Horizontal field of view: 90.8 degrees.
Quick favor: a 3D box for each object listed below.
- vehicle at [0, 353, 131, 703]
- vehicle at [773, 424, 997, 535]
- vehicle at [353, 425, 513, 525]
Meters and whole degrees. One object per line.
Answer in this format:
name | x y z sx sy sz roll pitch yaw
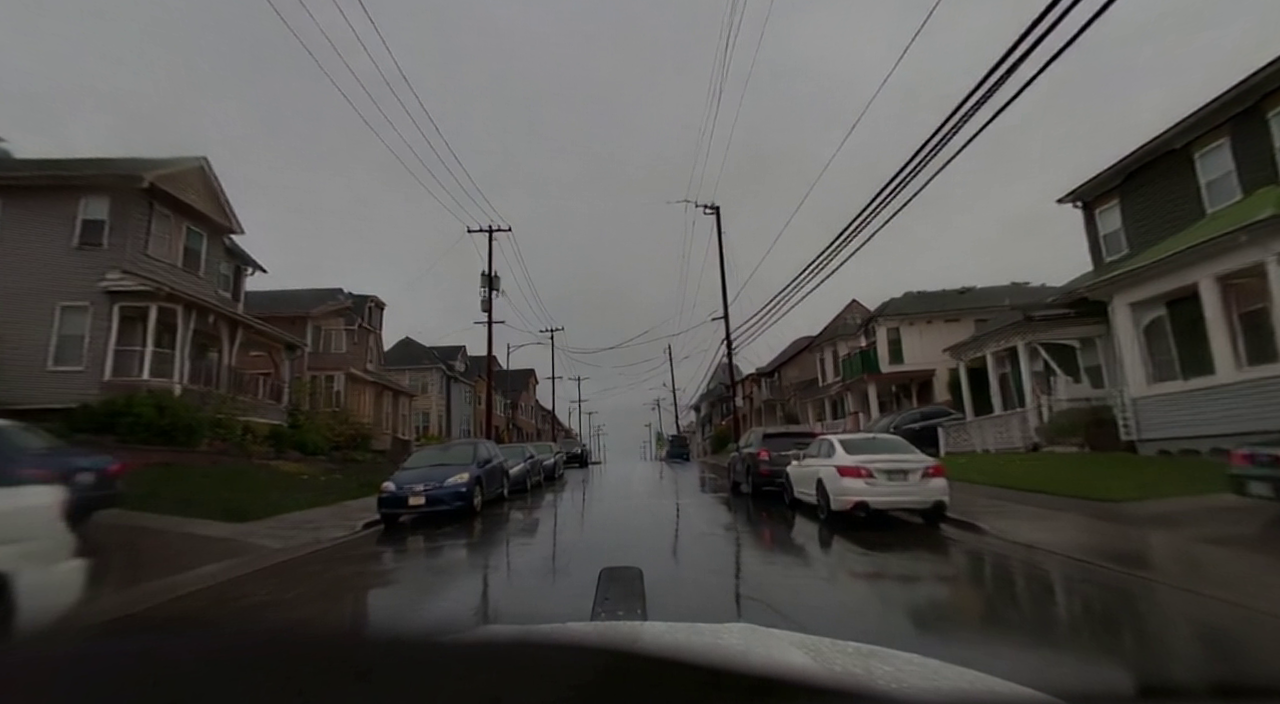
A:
vehicle | -4.001 0.722 1.260 2.030 1.733 4.925 -3 -7 -2
vehicle | 3.639 1.999 10.480 2.083 1.407 4.506 -1 -9 3
vehicle | -4.283 2.666 14.008 2.031 1.708 4.746 -3 -10 -1
